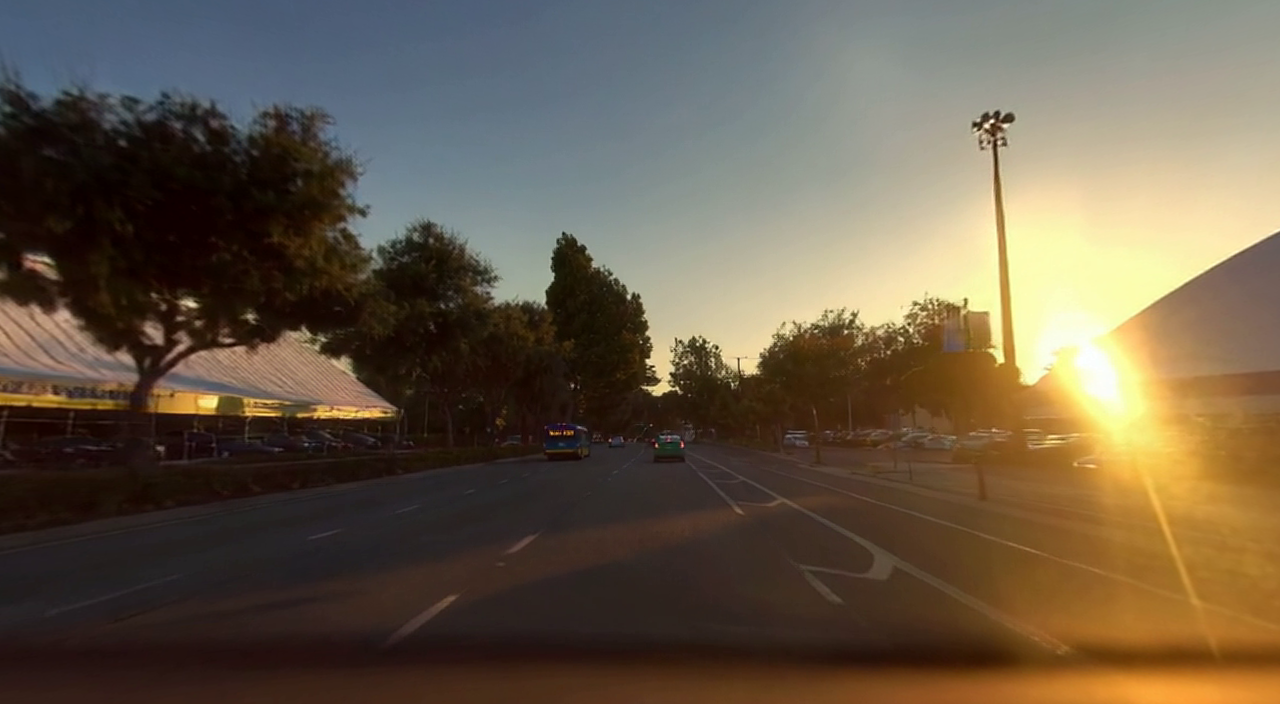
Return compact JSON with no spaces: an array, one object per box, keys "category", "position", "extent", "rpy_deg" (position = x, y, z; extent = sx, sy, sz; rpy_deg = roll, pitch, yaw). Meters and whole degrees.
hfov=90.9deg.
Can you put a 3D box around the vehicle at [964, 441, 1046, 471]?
[{"category":"vehicle","position":[19.672,5.607,34.252],"extent":[1.849,1.466,4.831],"rpy_deg":[-1,-9,4]}]

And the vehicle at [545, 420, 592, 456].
[{"category":"vehicle","position":[-5.285,6.559,47.817],"extent":[2.485,2.556,6.363],"rpy_deg":[-1,-9,3]}]

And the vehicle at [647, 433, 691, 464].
[{"category":"vehicle","position":[1.469,5.044,32.890],"extent":[2.123,1.498,4.226],"rpy_deg":[0,-9,1]}]

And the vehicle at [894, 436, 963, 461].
[{"category":"vehicle","position":[20.294,6.816,44.691],"extent":[2.229,1.661,5.991],"rpy_deg":[0,-9,2]}]
